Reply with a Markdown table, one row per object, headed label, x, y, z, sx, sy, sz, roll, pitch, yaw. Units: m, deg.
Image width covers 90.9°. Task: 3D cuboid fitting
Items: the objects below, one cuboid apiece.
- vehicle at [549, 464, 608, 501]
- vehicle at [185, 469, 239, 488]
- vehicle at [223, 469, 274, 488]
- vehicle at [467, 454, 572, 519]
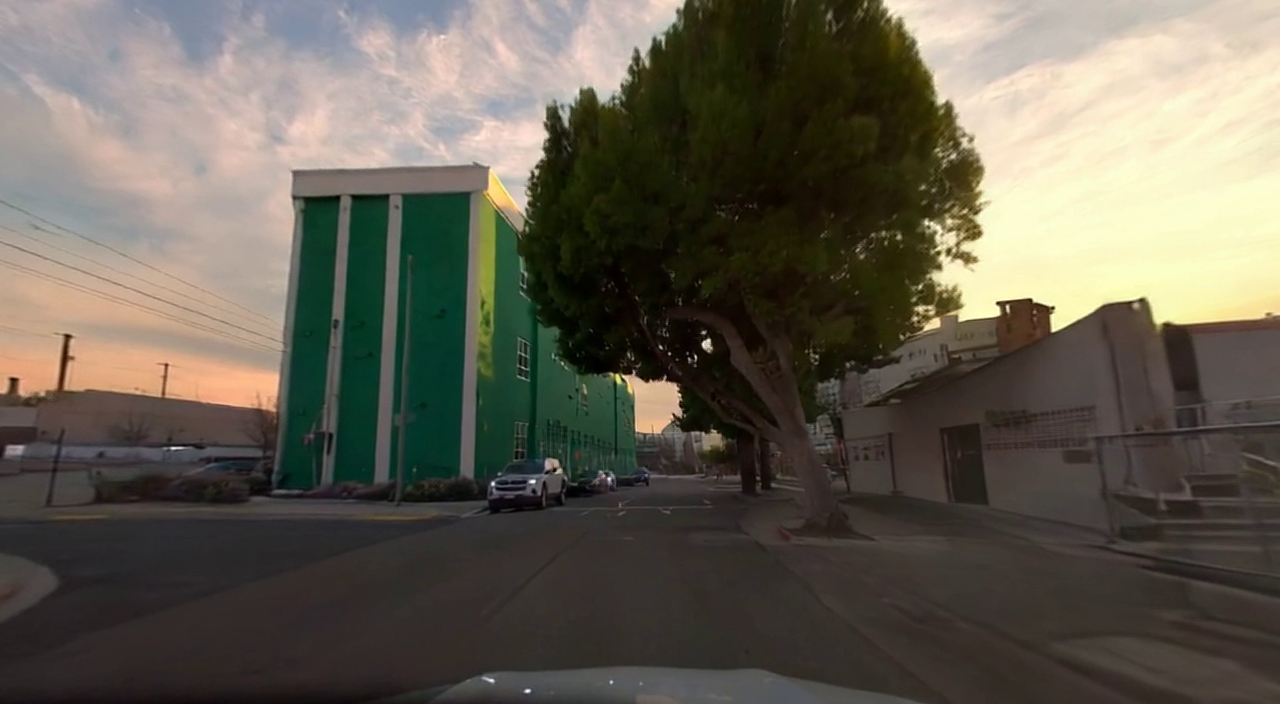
| label | x | y | z | sx | sy | sz | roll | pitch | yaw |
| --- | --- | --- | --- | --- | --- | --- | --- | --- | --- |
| vehicle | -2.777 | 6.018 | 29.325 | 1.903 | 1.542 | 4.115 | -2 | -10 | 7 |
| vehicle | -33.157 | 9.793 | 48.894 | 1.576 | 1.410 | 3.430 | 0 | -11 | 5 |
| vehicle | -30.122 | 9.784 | 48.583 | 1.590 | 1.392 | 3.279 | 0 | -11 | 4 |
| vehicle | -3.667 | 4.220 | 20.190 | 2.022 | 1.776 | 4.625 | -2 | -10 | 6 |
